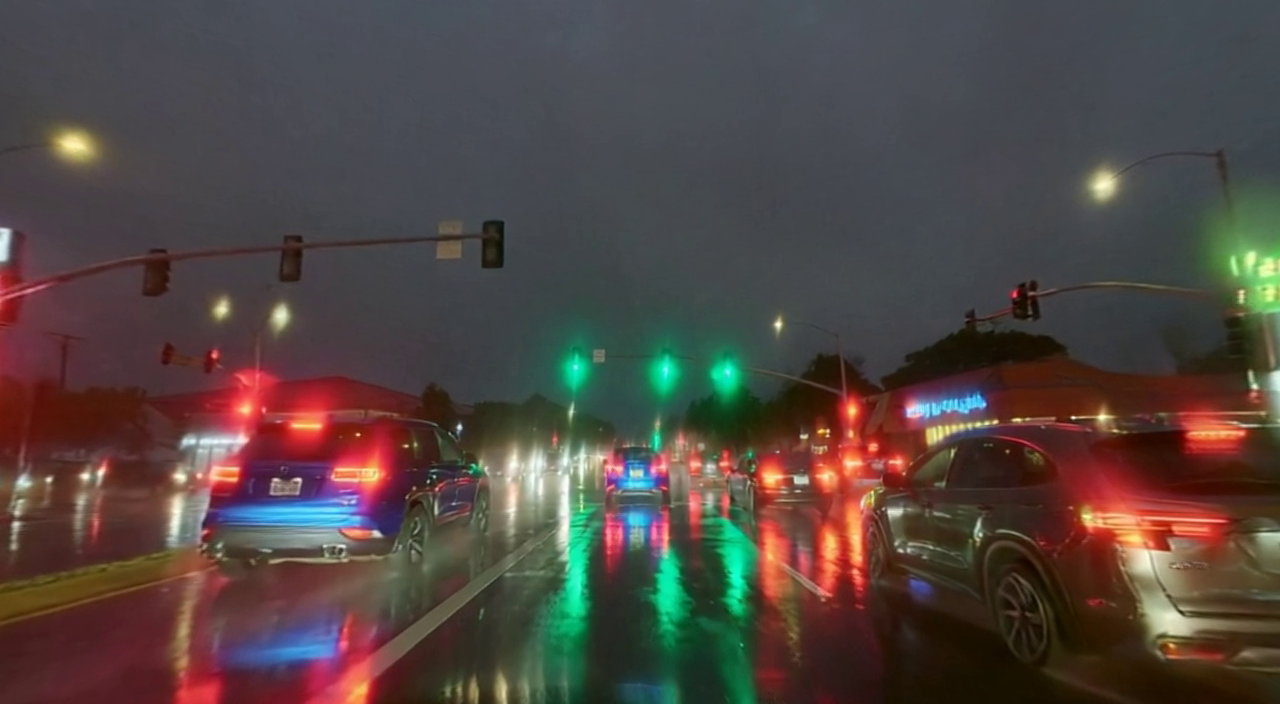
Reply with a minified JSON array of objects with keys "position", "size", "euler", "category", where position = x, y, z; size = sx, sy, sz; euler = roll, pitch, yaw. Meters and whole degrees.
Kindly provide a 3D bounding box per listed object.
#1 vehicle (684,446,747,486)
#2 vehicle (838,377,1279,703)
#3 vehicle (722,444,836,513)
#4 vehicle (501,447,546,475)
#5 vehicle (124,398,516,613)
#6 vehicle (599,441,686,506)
[{"position":[3.095,4.778,26.879],"size":[2.099,1.553,4.279],"euler":[0,-9,-1],"category":"vehicle"},{"position":[3.289,1.259,4.910],"size":[2.075,1.661,4.401],"euler":[0,-9,0],"category":"vehicle"},{"position":[3.321,3.084,15.953],"size":[1.865,1.496,4.170],"euler":[0,-9,-1],"category":"vehicle"},{"position":[-7.908,7.422,43.380],"size":[2.293,1.777,4.497],"euler":[0,-9,0],"category":"vehicle"},{"position":[-3.228,1.679,7.878],"size":[2.257,1.823,4.777],"euler":[-1,-9,2],"category":"vehicle"},{"position":[0.037,3.295,17.505],"size":[2.154,1.577,3.723],"euler":[0,-9,-1],"category":"vehicle"}]
